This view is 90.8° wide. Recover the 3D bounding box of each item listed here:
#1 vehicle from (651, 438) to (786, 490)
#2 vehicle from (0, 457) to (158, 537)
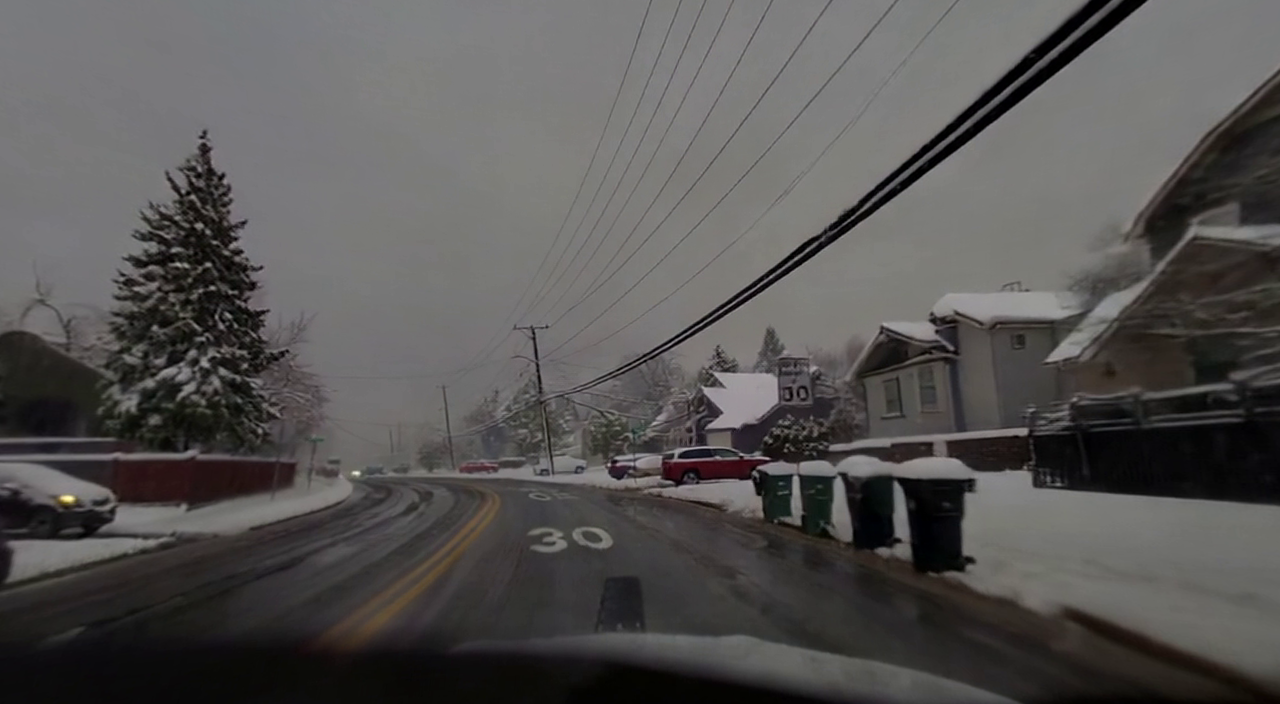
[{"bbox_3d":[3.332,4.814,27.224,5.229,1.790,2.153,-1,-11,-15],"label":"vehicle"},{"bbox_3d":[-13.257,2.992,13.270,4.498,1.526,1.952,0,-9,-4],"label":"vehicle"}]
